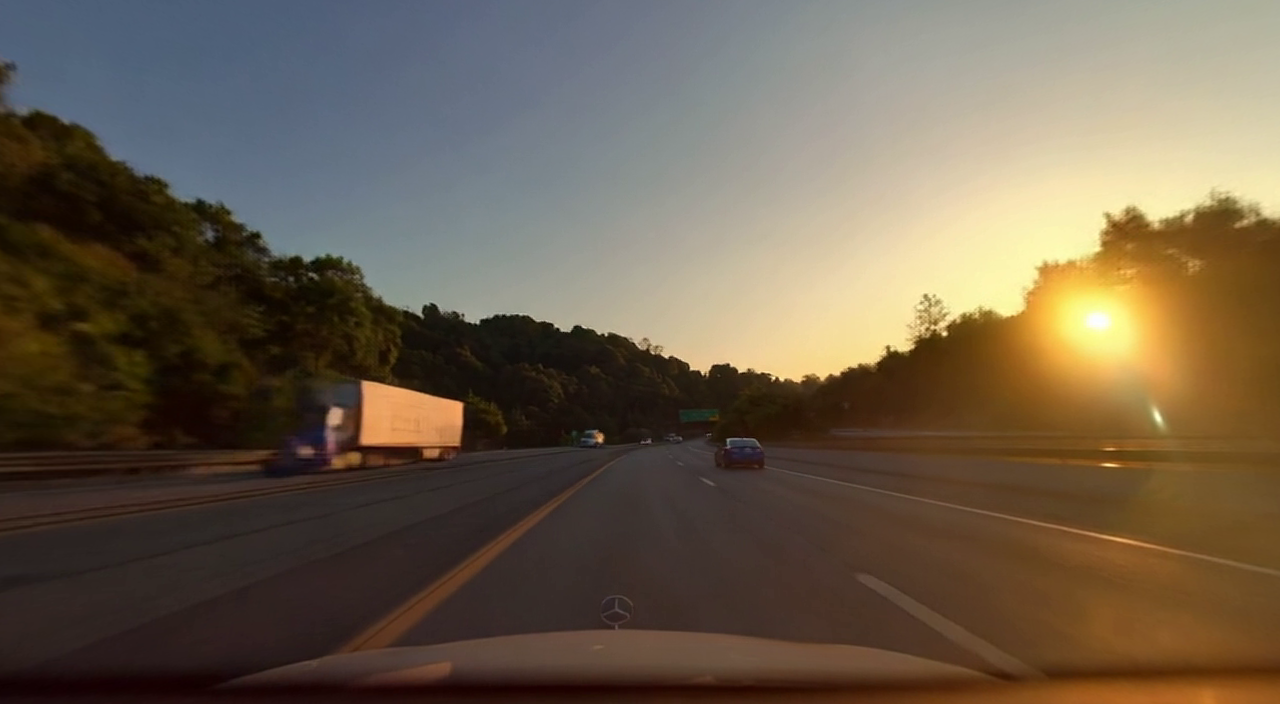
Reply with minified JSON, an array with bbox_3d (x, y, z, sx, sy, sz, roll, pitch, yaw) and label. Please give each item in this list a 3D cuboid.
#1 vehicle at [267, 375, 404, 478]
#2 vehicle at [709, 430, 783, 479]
[{"bbox_3d":[-12.937,3.303,27.409,3.022,3.959,5.729,0,-8,0],"label":"vehicle"},{"bbox_3d":[3.919,3.867,24.063,2.022,1.663,4.245,0,-8,-1],"label":"vehicle"}]
